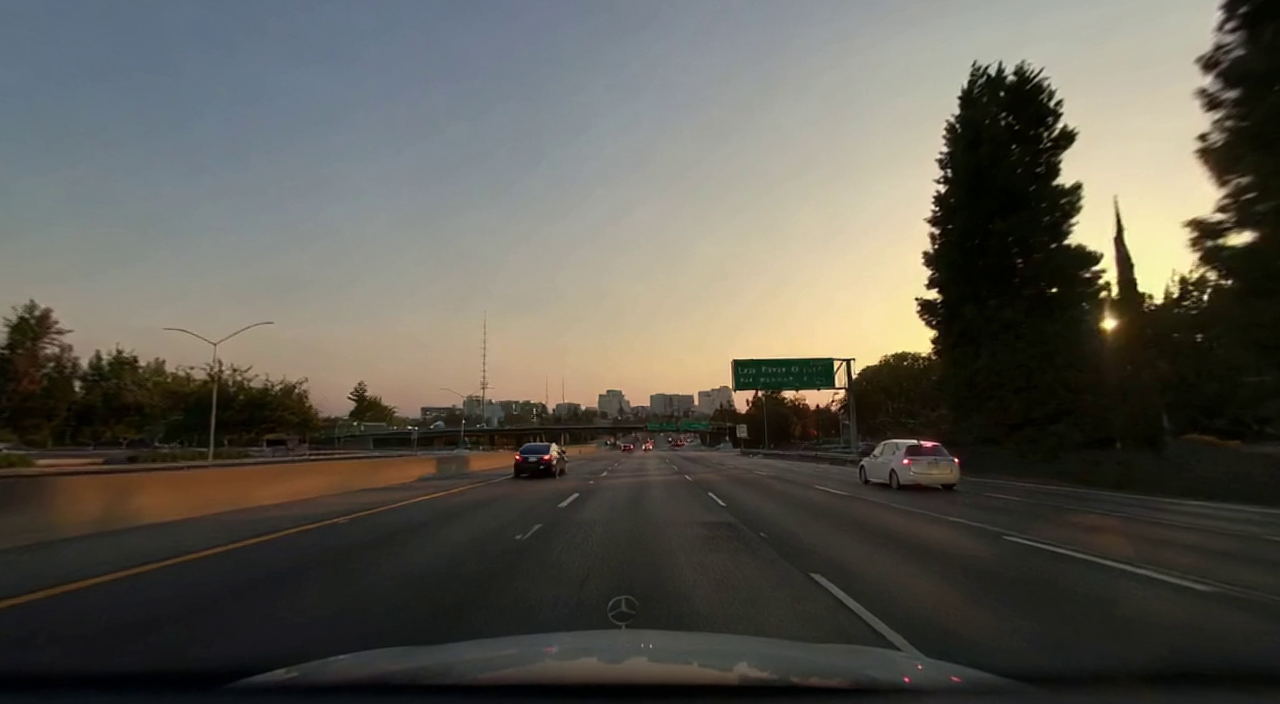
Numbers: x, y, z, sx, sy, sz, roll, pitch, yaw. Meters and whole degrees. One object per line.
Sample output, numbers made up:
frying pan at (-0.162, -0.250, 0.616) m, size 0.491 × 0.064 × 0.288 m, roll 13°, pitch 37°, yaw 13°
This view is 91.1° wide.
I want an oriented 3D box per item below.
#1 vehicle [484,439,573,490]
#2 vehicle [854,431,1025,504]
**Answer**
vehicle at (-3.653, 3.792, 21.528) m, size 2.055 × 1.533 × 4.604 m, roll 0°, pitch -8°, yaw 2°
vehicle at (7.477, 2.927, 16.376) m, size 2.032 × 1.601 × 4.863 m, roll 0°, pitch -8°, yaw 0°
